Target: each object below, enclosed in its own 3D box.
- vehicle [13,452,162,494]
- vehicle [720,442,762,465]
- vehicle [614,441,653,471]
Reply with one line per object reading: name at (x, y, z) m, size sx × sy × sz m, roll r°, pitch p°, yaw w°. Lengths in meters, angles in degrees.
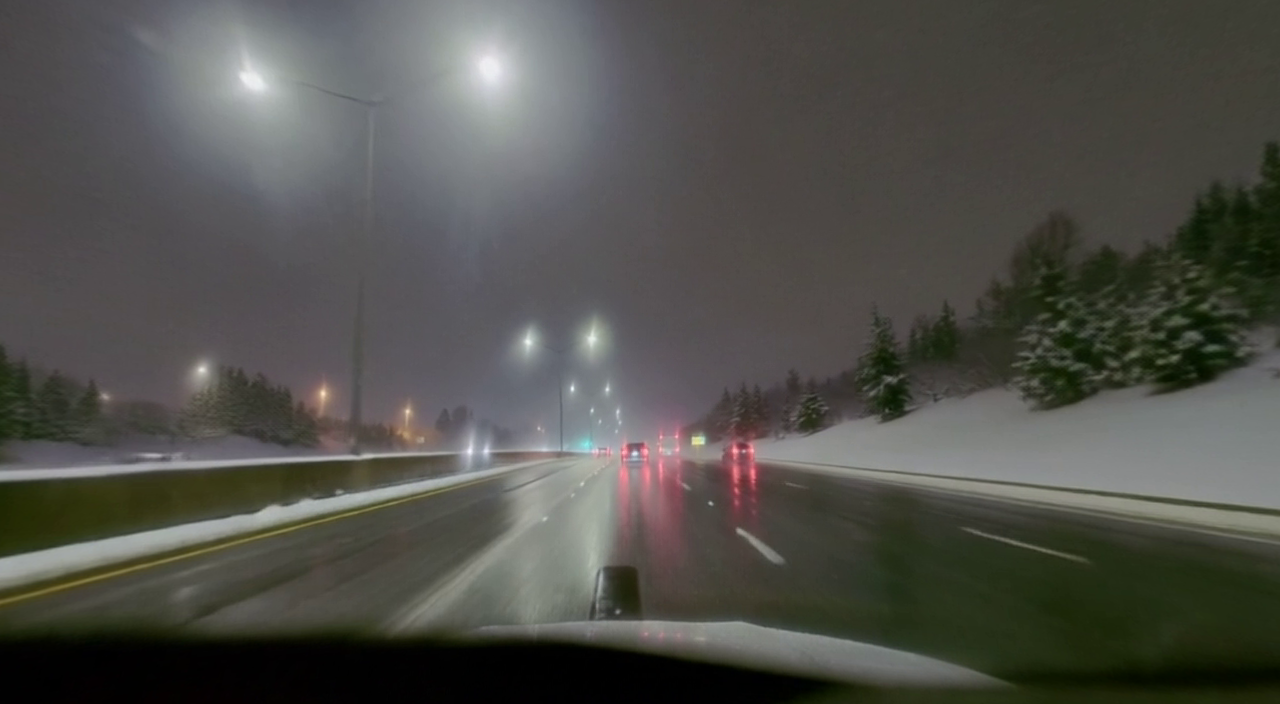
vehicle at (-22.014, 4.799, 25.503) m, size 1.939 × 1.456 × 4.659 m, roll 0°, pitch -9°, yaw -3°
vehicle at (6.752, 6.828, 42.580) m, size 1.935 × 1.478 × 4.433 m, roll 0°, pitch -9°, yaw -2°
vehicle at (-0.382, 5.582, 34.087) m, size 1.985 × 1.457 × 4.227 m, roll 0°, pitch -9°, yaw -1°
